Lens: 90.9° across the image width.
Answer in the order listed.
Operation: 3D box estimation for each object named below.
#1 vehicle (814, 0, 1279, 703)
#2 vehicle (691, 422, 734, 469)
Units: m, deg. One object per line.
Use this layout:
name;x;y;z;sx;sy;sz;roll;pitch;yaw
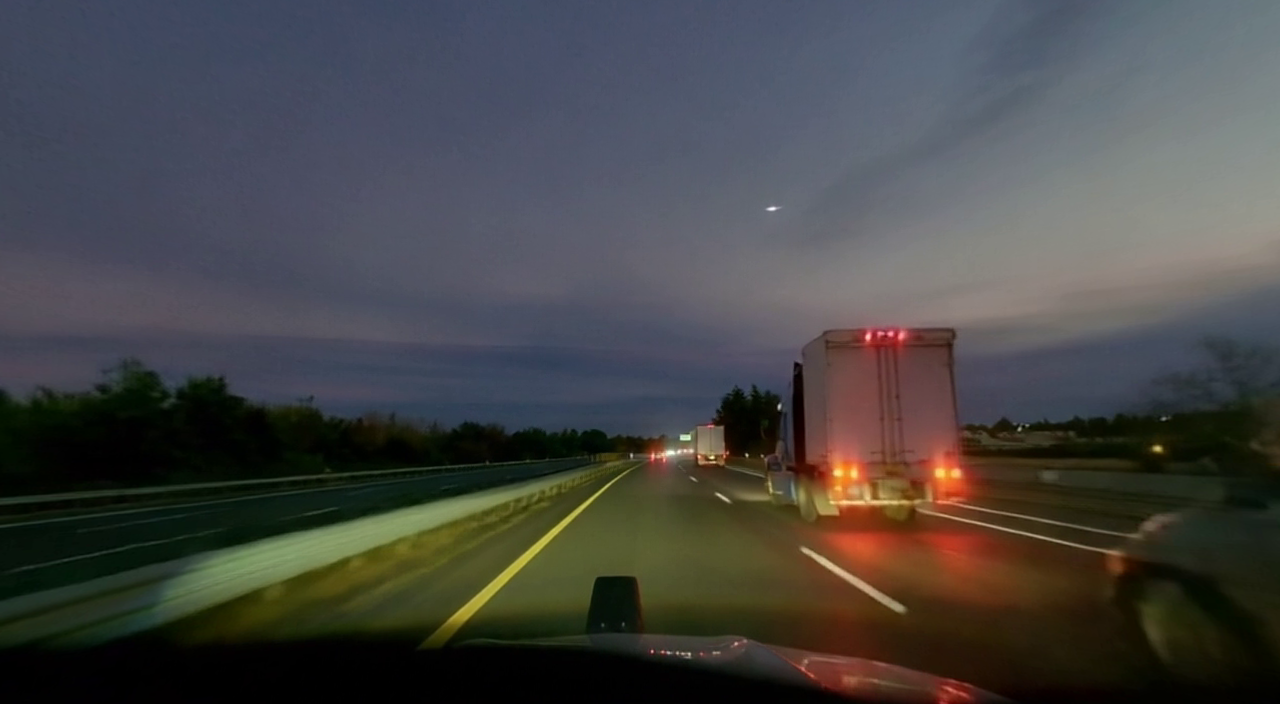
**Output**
vehicle;4.309;0.228;4.205;2.866;3.558;11.674;0;-9;-1
vehicle;5.494;7.295;48.948;2.682;3.349;7.138;0;-9;2
